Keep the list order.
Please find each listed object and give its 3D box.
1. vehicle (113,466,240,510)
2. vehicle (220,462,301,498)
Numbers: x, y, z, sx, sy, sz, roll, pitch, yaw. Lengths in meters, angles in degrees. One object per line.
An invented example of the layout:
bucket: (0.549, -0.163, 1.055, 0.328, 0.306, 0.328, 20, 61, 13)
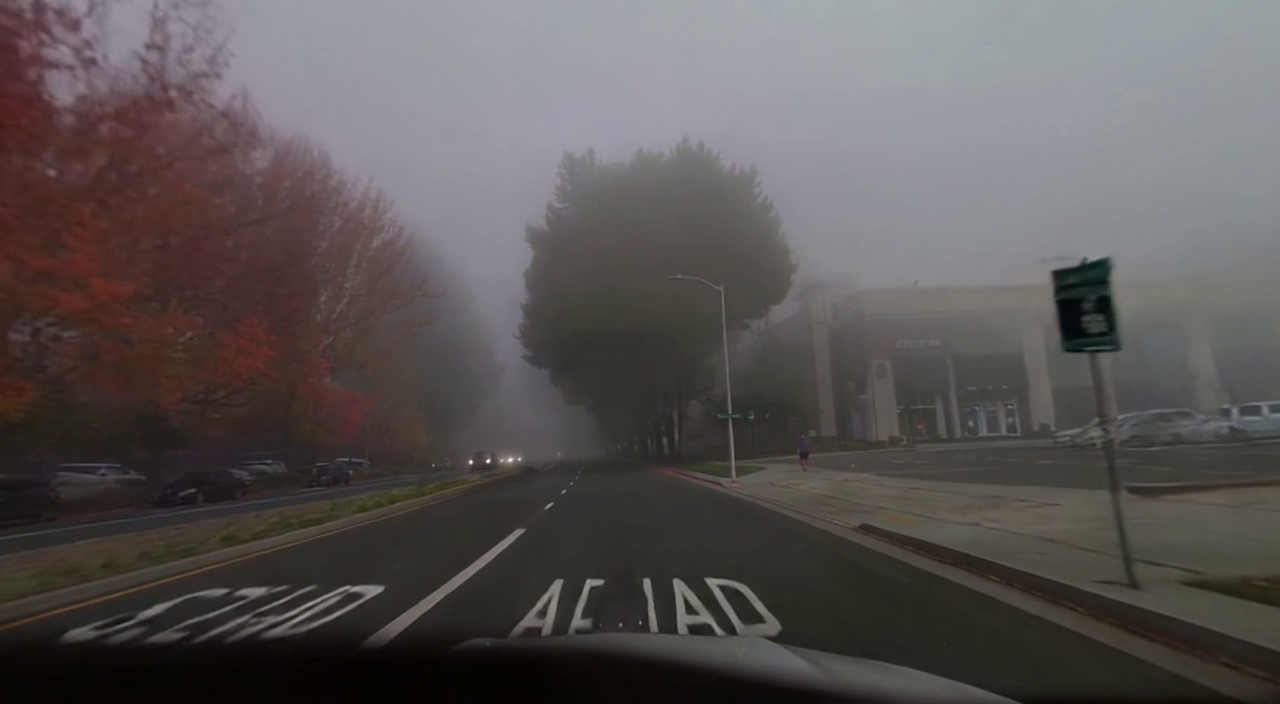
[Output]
vehicle: (-18.892, 5.550, 25.896, 1.887, 1.490, 4.432, 0, -9, -1)
vehicle: (-19.349, 6.525, 32.223, 1.896, 1.495, 4.108, -4, -9, -5)
